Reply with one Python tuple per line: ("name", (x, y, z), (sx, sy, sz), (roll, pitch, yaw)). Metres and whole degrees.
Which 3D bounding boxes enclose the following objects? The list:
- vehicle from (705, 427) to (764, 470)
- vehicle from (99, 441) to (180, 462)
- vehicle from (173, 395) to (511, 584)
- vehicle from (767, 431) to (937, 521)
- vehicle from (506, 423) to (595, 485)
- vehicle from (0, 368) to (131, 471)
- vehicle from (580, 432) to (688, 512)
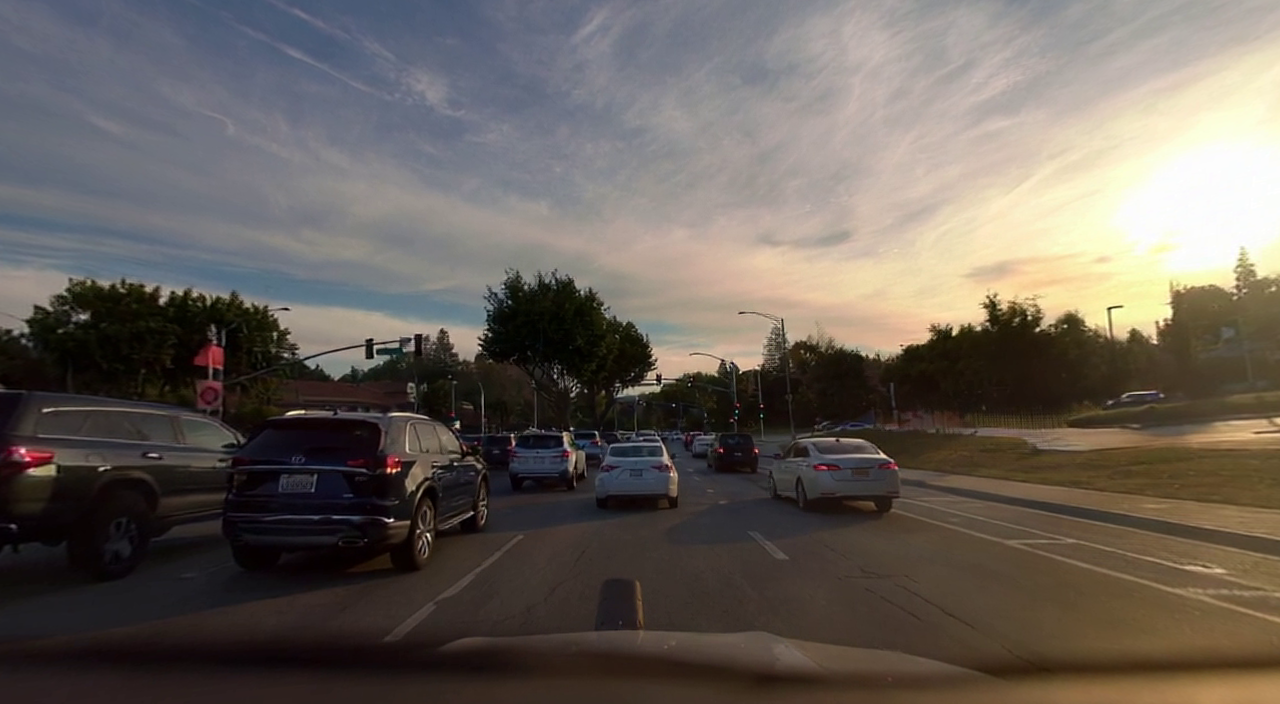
("vehicle", (4.320, 4.500, 29.605), (2.099, 1.845, 4.363), (0, -8, 0))
("vehicle", (-37.224, 7.418, 47.067), (4.384, 1.462, 1.854), (-1, -8, -1))
("vehicle", (-3.319, 1.665, 8.594), (2.111, 1.745, 5.274), (0, -8, -1))
("vehicle", (3.903, 2.347, 12.496), (1.884, 1.463, 4.195), (0, -8, 0))
("vehicle", (-2.884, 3.428, 21.441), (2.218, 1.829, 4.492), (-1, -8, 2))
("vehicle", (-27.938, 2.634, 24.894), (3.181, 4.189, 14.107), (-1, -8, 5))
("vehicle", (-0.099, 2.566, 14.067), (2.030, 1.477, 4.330), (0, -8, 0))
